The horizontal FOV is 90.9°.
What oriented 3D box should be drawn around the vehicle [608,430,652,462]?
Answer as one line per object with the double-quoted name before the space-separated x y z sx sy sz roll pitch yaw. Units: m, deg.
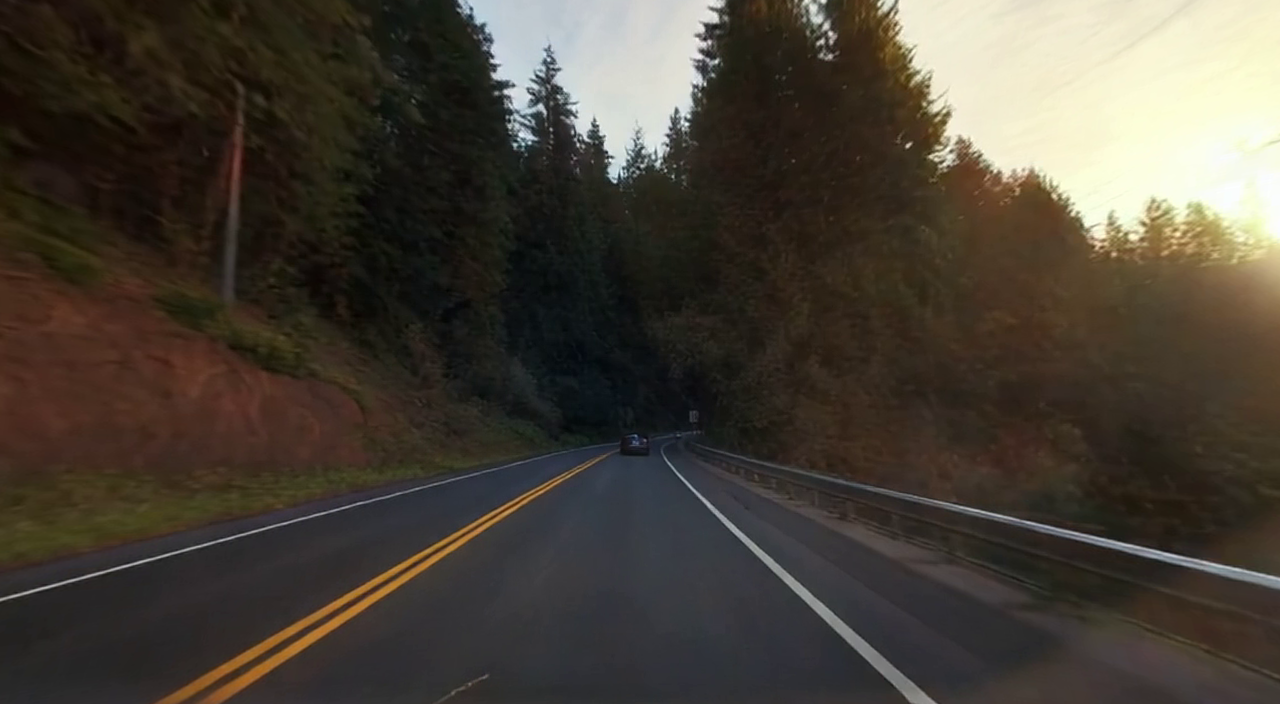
"vehicle" -0.512 4.794 32.287 2.120 1.491 4.349 0 -8 -1
